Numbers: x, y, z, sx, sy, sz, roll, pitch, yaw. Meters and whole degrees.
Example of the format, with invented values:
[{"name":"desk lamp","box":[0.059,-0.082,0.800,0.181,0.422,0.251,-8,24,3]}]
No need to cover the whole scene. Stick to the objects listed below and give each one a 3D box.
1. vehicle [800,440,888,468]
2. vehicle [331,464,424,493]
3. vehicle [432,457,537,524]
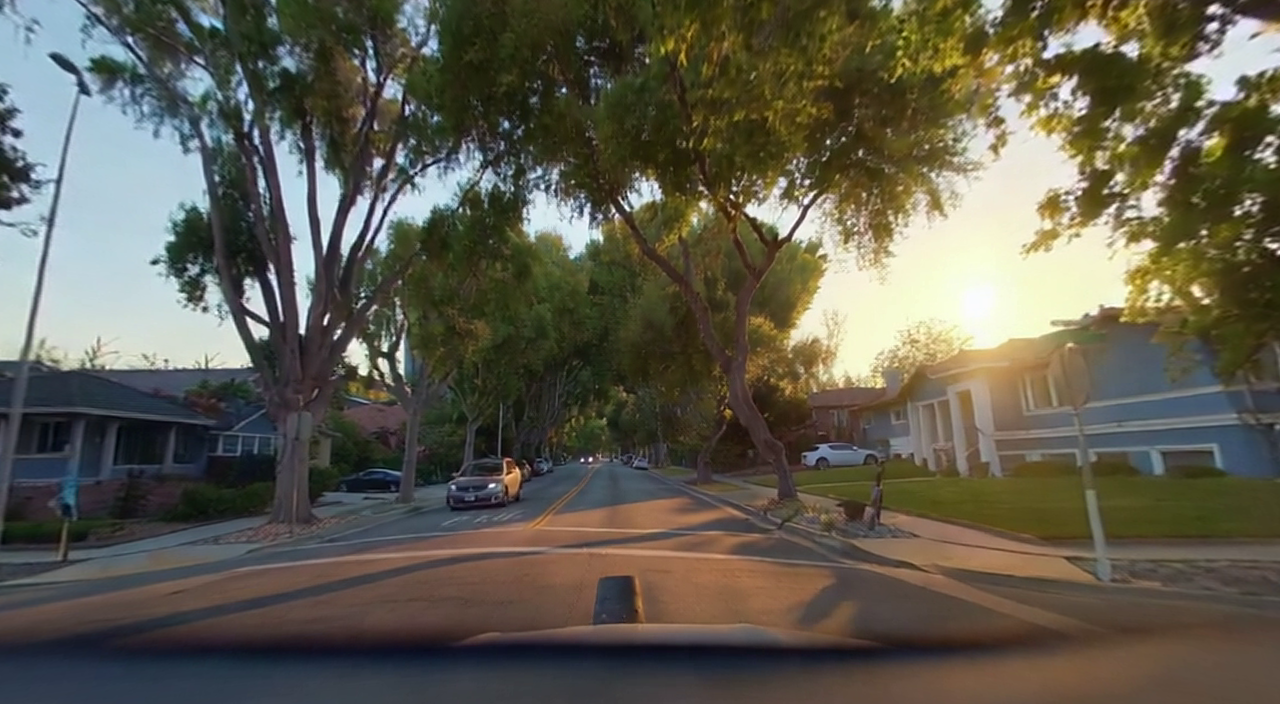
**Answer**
[{"name":"vehicle","box":[11.509,5.780,35.927,4.389,1.480,2.038,-2,-6,8]},{"name":"vehicle","box":[-14.886,7.164,35.923,4.487,1.464,1.889,-1,-9,9]},{"name":"vehicle","box":[-4.426,3.986,18.728,1.973,1.683,4.400,0,-9,0]}]
